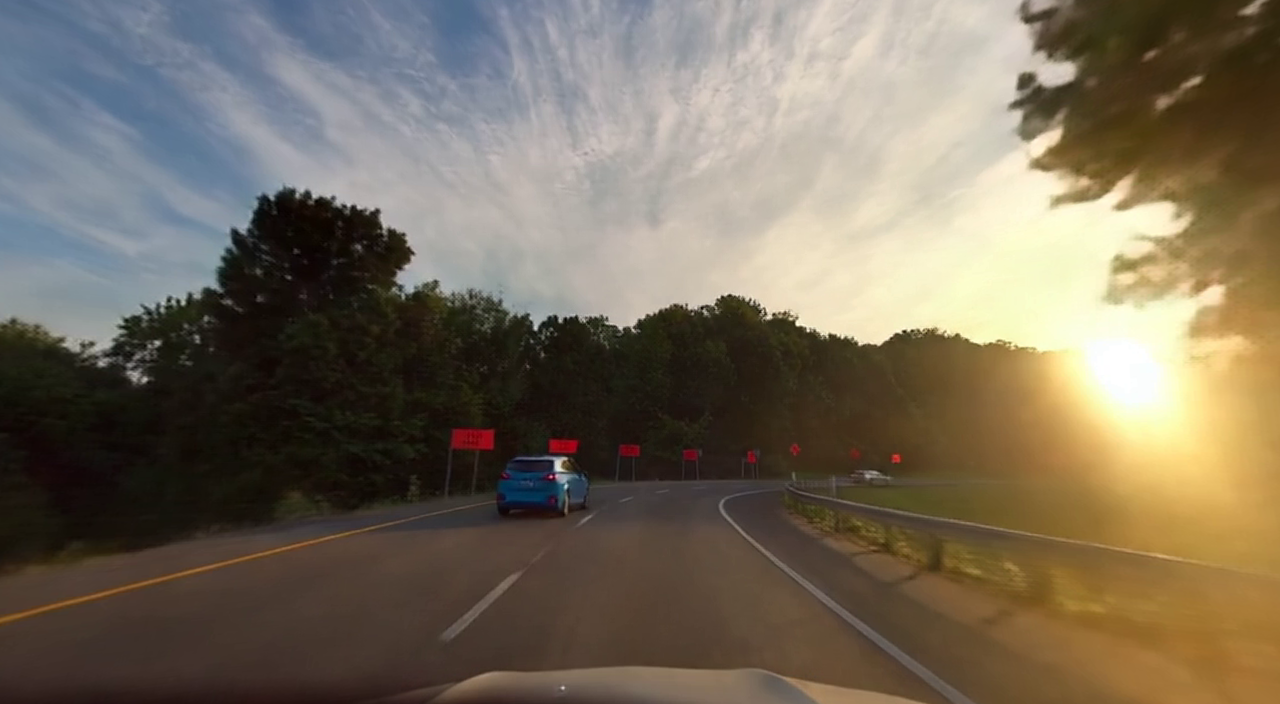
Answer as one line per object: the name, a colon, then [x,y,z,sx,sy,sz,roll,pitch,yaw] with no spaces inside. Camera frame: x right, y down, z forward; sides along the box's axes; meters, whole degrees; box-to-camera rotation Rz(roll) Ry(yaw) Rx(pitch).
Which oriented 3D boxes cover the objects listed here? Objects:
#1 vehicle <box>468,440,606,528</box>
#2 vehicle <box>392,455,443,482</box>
vehicle: [-2.139,2.969,14.564,1.997,1.692,4.422,-1,-10,6]
vehicle: [-13.086,6.899,37.333,1.758,1.470,3.823,1,-10,-3]
